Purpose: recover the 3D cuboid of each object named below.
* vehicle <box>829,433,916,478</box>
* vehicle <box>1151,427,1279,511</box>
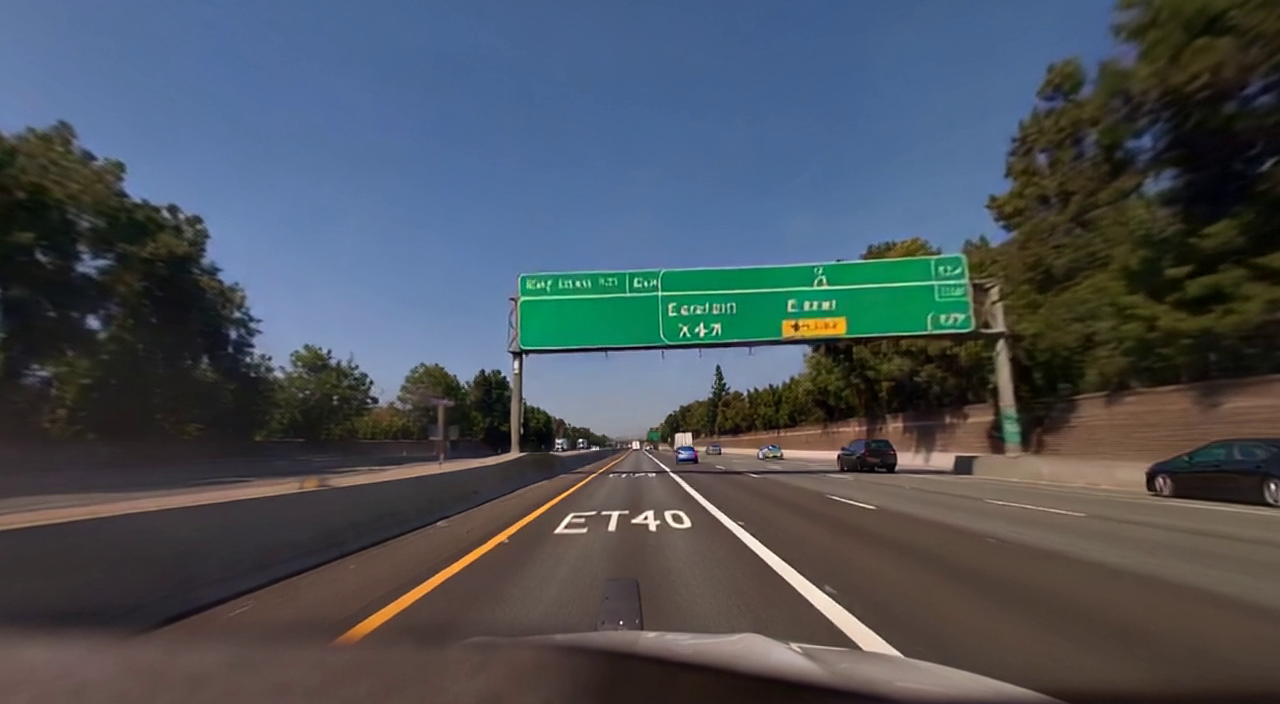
[{"bbox_3d":[10.208,4.594,28.138,2.098,1.820,4.505,0,-9,-1],"label":"vehicle"},{"bbox_3d":[14.146,2.550,13.963,1.957,1.709,4.387,0,-9,-1],"label":"vehicle"}]
